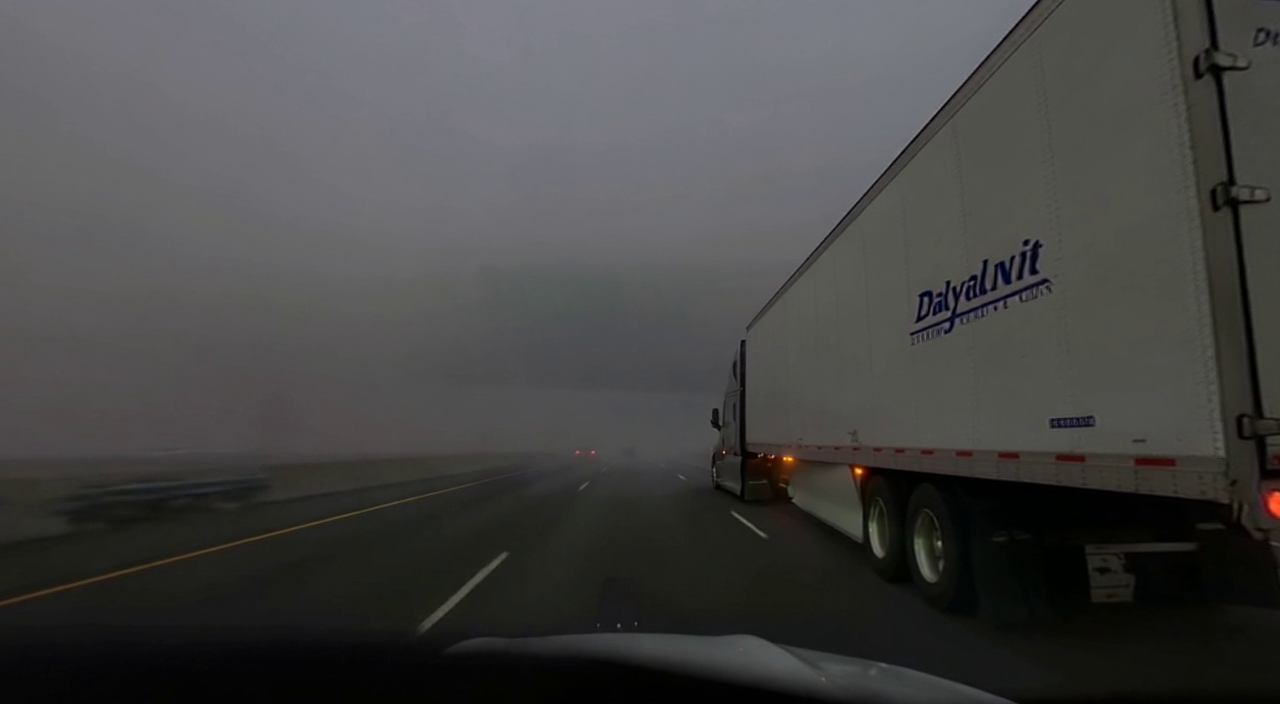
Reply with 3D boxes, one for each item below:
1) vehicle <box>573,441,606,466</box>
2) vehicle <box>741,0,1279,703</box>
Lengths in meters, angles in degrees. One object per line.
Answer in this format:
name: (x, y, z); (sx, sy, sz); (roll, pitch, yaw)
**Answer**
vehicle: (-3.446, 6.994, 43.807); (2.030, 1.657, 3.926); (0, -8, 0)
vehicle: (3.982, 0.520, 9.241); (2.962, 4.132, 12.720); (0, -8, 0)
